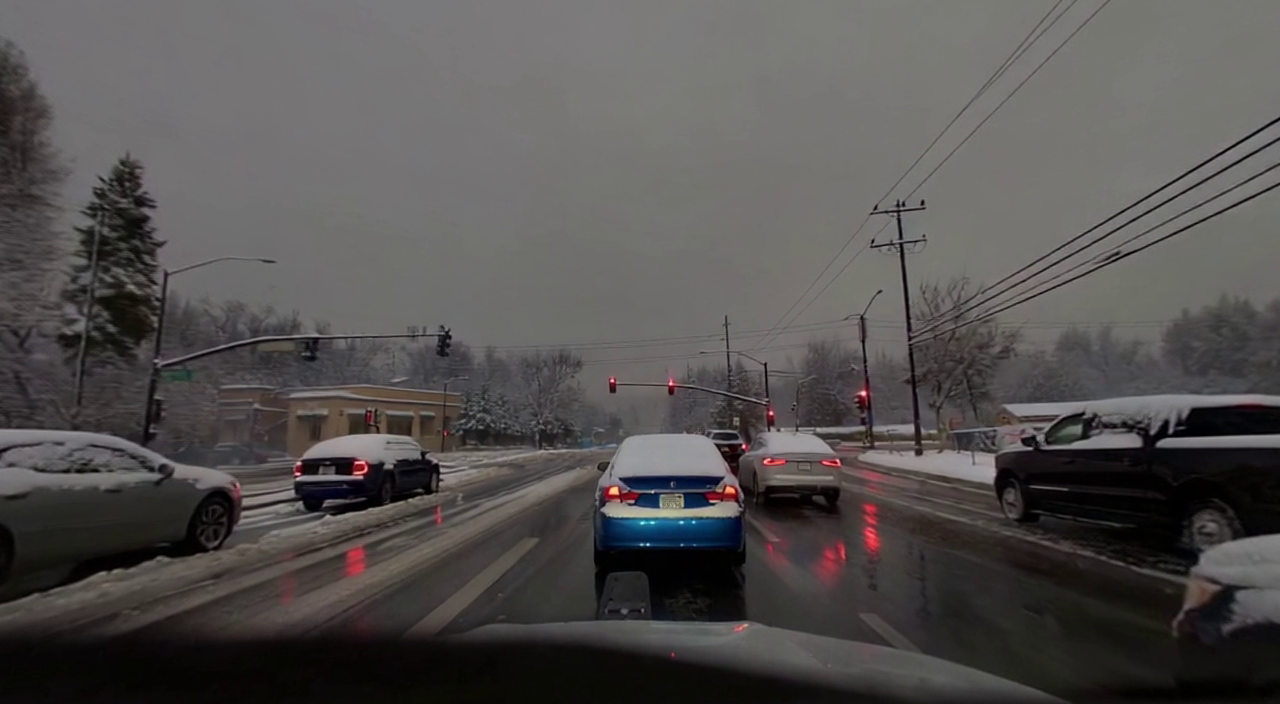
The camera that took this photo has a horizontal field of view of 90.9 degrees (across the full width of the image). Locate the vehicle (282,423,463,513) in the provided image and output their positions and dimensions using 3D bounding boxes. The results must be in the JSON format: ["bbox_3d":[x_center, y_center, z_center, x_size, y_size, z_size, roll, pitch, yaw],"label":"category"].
[{"bbox_3d":[-6.252,2.764,15.621,2.070,1.824,5.196,-1,-8,2],"label":"vehicle"}]

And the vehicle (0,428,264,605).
[{"bbox_3d":[-6.409,1.594,6.649,1.955,1.497,4.639,-1,-8,1],"label":"vehicle"}]

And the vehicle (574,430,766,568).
[{"bbox_3d":[0.318,1.910,8.977,2.109,1.483,3.964,0,-8,0],"label":"vehicle"}]

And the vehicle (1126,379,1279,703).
[{"bbox_3d":[3.067,0.639,0.636,1.870,1.523,4.096,-1,-8,0],"label":"vehicle"}]

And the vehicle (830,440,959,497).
[{"bbox_3d":[7.263,3.334,18.572,1.867,1.459,4.436,0,-8,-1],"label":"vehicle"}]

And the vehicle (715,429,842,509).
[{"bbox_3d":[3.234,2.831,15.770,2.042,1.676,4.364,0,-8,-2],"label":"vehicle"}]

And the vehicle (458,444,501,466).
[{"bbox_3d":[-12.384,7.971,48.940,2.031,1.578,4.297,-1,-8,2],"label":"vehicle"}]
